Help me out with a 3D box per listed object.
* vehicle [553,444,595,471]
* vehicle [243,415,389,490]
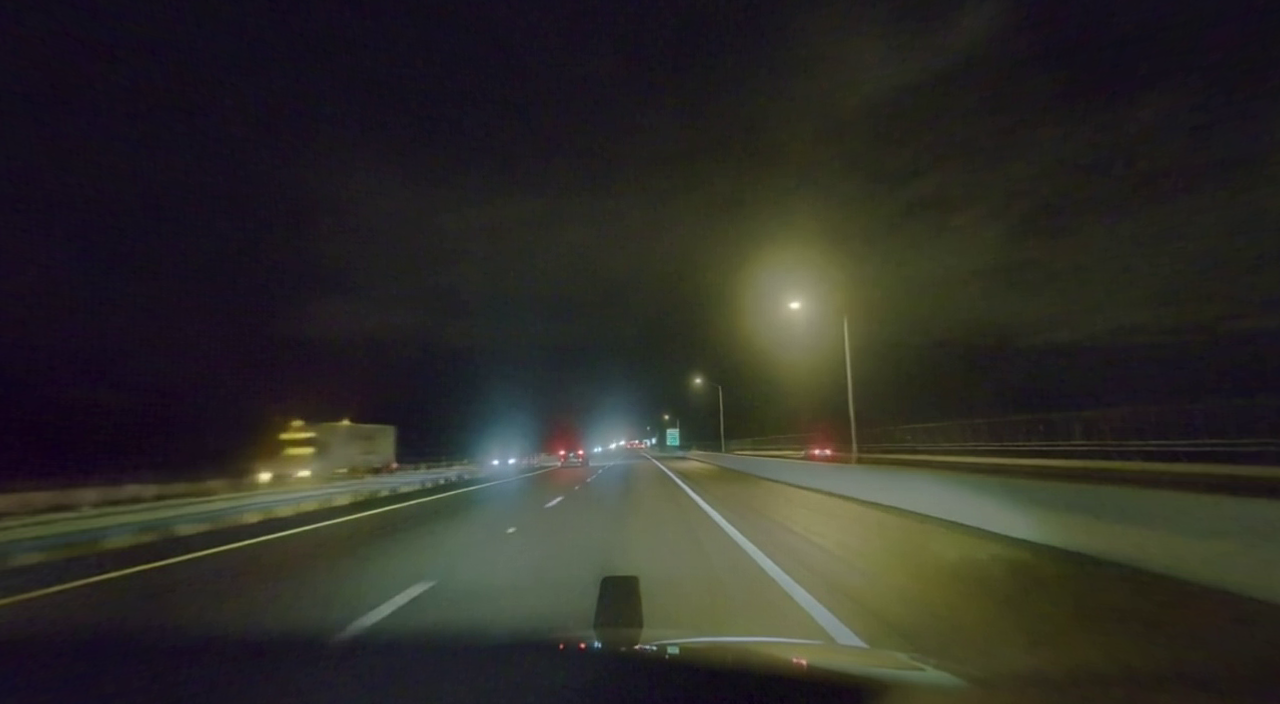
[{"bbox_3d":[-4.145,6.736,40.381,2.139,1.577,4.546,-2,-9,0],"label":"vehicle"},{"bbox_3d":[-17.746,5.653,35.534,3.208,3.631,9.318,0,-9,0],"label":"vehicle"}]
